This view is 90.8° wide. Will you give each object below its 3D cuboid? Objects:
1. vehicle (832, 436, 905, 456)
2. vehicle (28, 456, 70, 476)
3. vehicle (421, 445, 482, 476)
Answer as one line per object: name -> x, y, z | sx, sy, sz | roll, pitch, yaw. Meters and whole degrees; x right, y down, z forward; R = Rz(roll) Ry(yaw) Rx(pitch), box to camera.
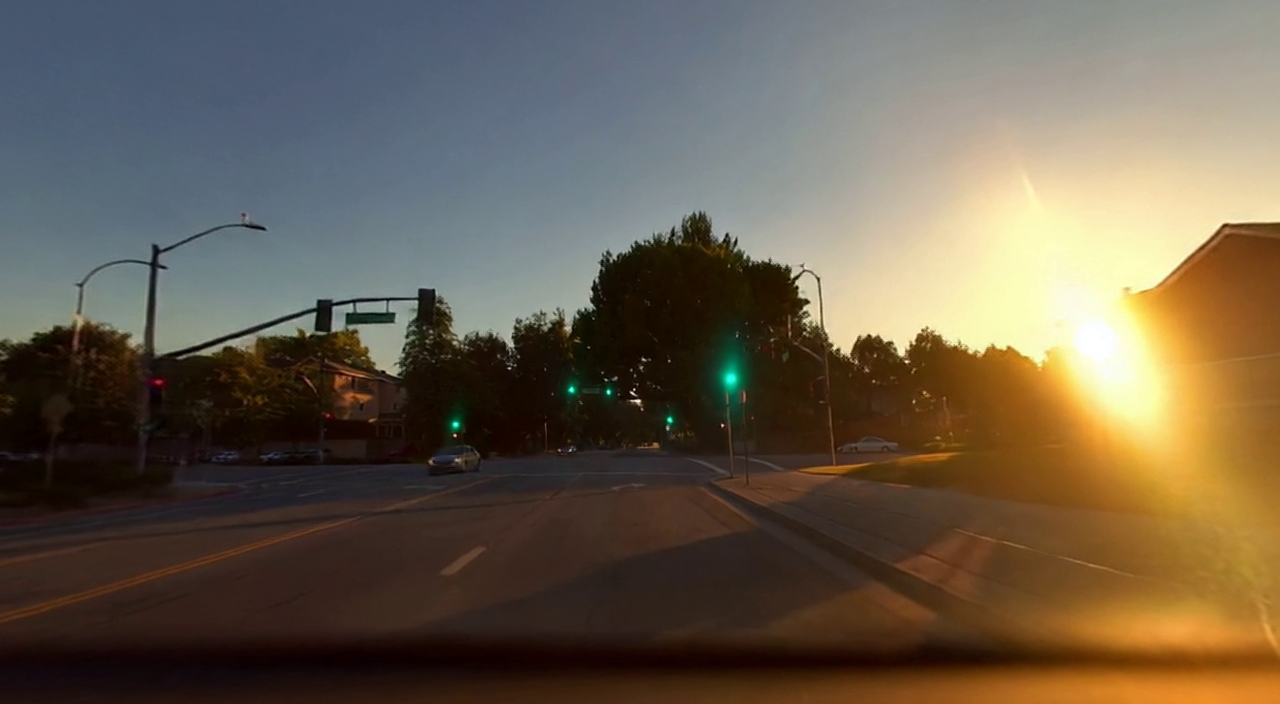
vehicle -> 16.605, 6.875, 46.189 | 4.720, 1.410, 1.784 | -1, -9, 9
vehicle -> -46.393, 8.926, 49.645 | 2.023, 1.437, 4.102 | 8, -11, -39
vehicle -> -10.324, 5.939, 34.875 | 2.035, 1.461, 4.465 | -4, -8, -1
